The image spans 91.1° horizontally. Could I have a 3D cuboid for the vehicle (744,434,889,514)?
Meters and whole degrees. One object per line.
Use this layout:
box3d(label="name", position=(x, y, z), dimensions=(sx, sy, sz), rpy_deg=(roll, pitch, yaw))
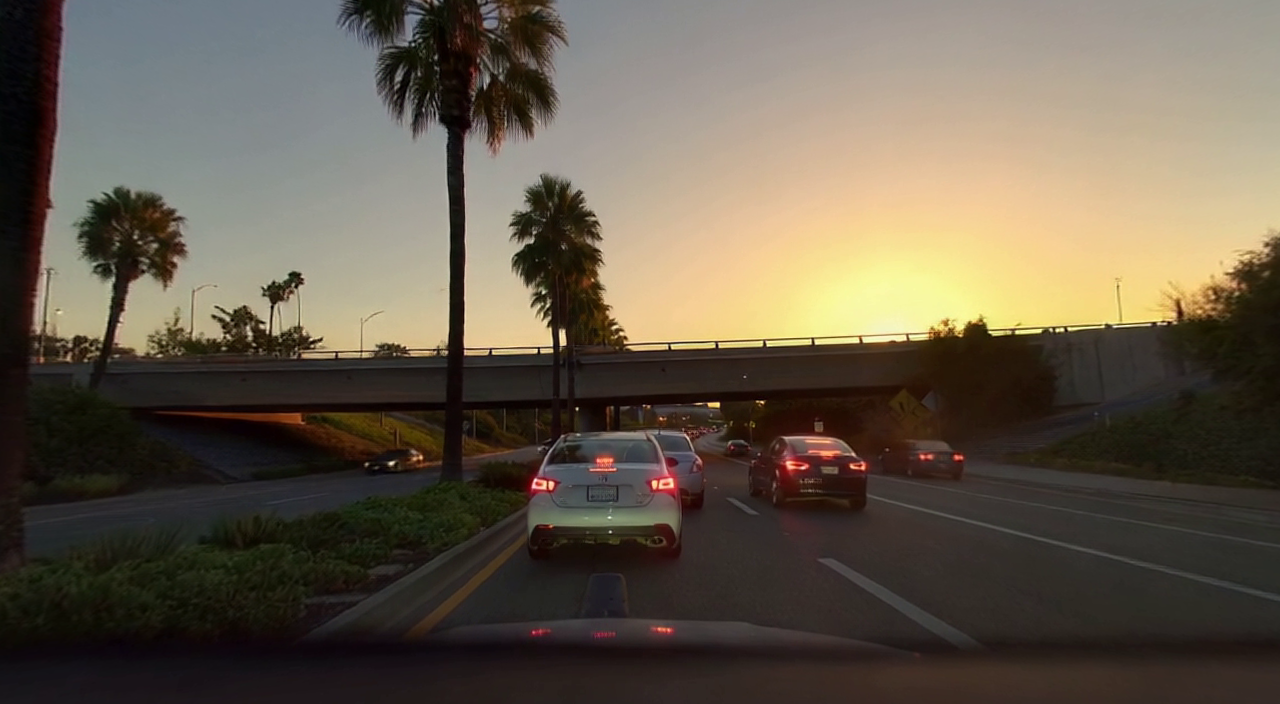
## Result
box3d(label="vehicle", position=(3.776, 2.696, 14.466), dimensions=(2.034, 1.517, 4.840), rpy_deg=(0, -9, 1))

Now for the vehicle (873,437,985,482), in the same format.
box3d(label="vehicle", position=(10.478, 3.931, 23.207), dimensions=(2.100, 1.469, 4.772), rpy_deg=(0, -9, 3))

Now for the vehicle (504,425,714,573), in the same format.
box3d(label="vehicle", position=(-0.251, 1.823, 8.577), dimensions=(2.172, 1.506, 4.018), rpy_deg=(0, -8, 2))

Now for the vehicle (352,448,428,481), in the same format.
box3d(label="vehicle", position=(-12.303, 5.536, 31.256), dimensions=(1.933, 1.486, 4.449), rpy_deg=(0, -8, 1))
